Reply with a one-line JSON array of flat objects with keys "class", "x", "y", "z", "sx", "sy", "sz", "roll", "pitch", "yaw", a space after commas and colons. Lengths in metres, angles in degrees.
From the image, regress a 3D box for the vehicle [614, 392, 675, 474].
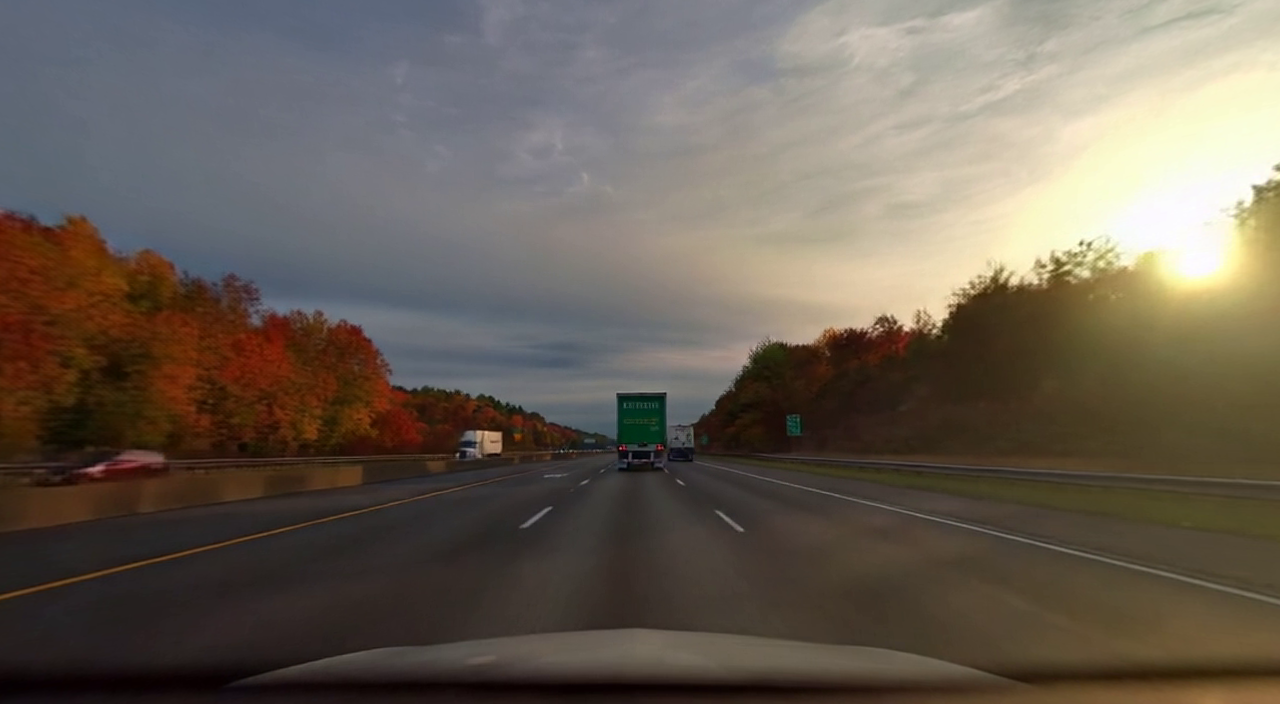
[{"class": "vehicle", "x": 0.189, "y": 4.858, "z": 36.679, "sx": 3.057, "sy": 4.073, "sz": 10.792, "roll": 0, "pitch": -9, "yaw": 0}]
